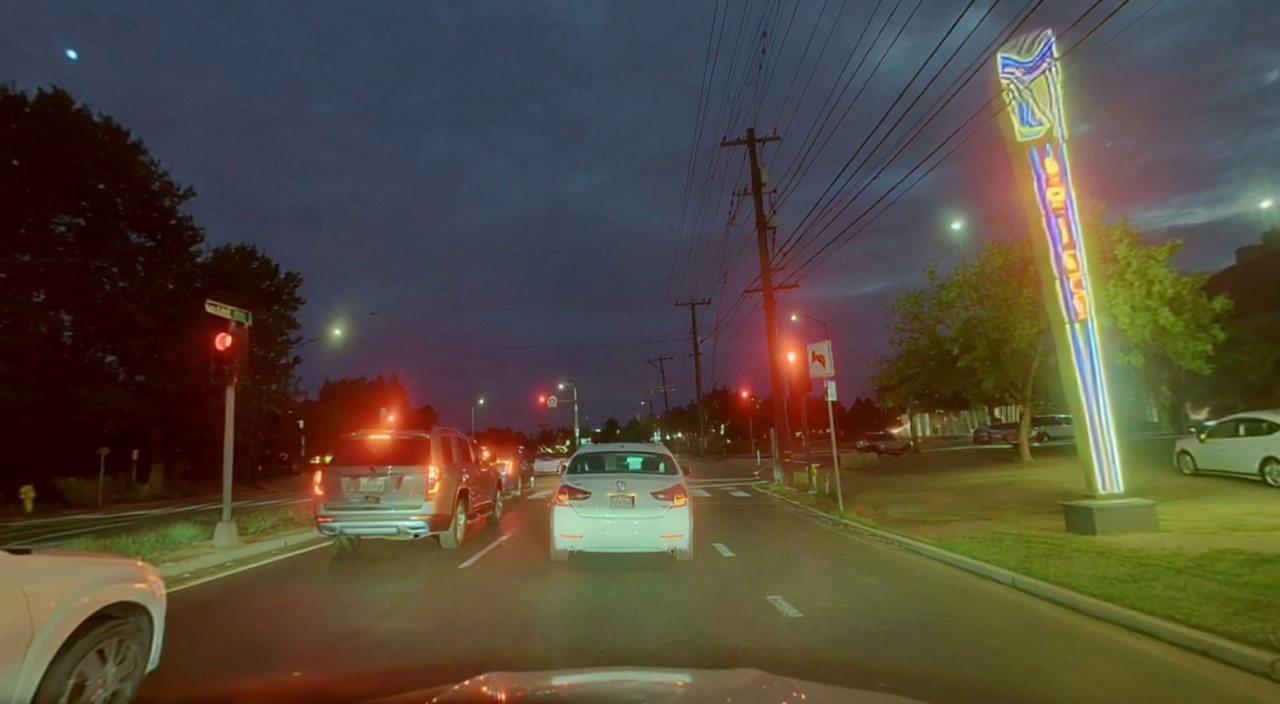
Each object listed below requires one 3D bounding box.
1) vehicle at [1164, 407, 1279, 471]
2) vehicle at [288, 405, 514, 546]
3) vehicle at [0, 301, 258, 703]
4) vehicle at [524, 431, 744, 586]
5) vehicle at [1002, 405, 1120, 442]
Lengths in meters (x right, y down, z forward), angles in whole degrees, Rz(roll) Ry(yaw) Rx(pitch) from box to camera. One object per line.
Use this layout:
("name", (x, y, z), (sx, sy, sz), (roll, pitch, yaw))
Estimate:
("vehicle", (17.030, 2.542, 18.290), (1.858, 1.622, 4.491), (-5, -10, 28))
("vehicle", (-3.844, 2.089, 11.374), (2.147, 1.963, 4.927), (0, -8, -1))
("vehicle", (-3.591, 0.636, 1.519), (2.085, 1.943, 5.053), (0, -8, 1))
("vehicle", (-0.106, 1.807, 8.158), (2.121, 1.474, 3.968), (0, -8, -2))
("vehicle", (26.847, 4.633, 40.506), (5.782, 2.286, 2.223), (-1, -9, 4))
